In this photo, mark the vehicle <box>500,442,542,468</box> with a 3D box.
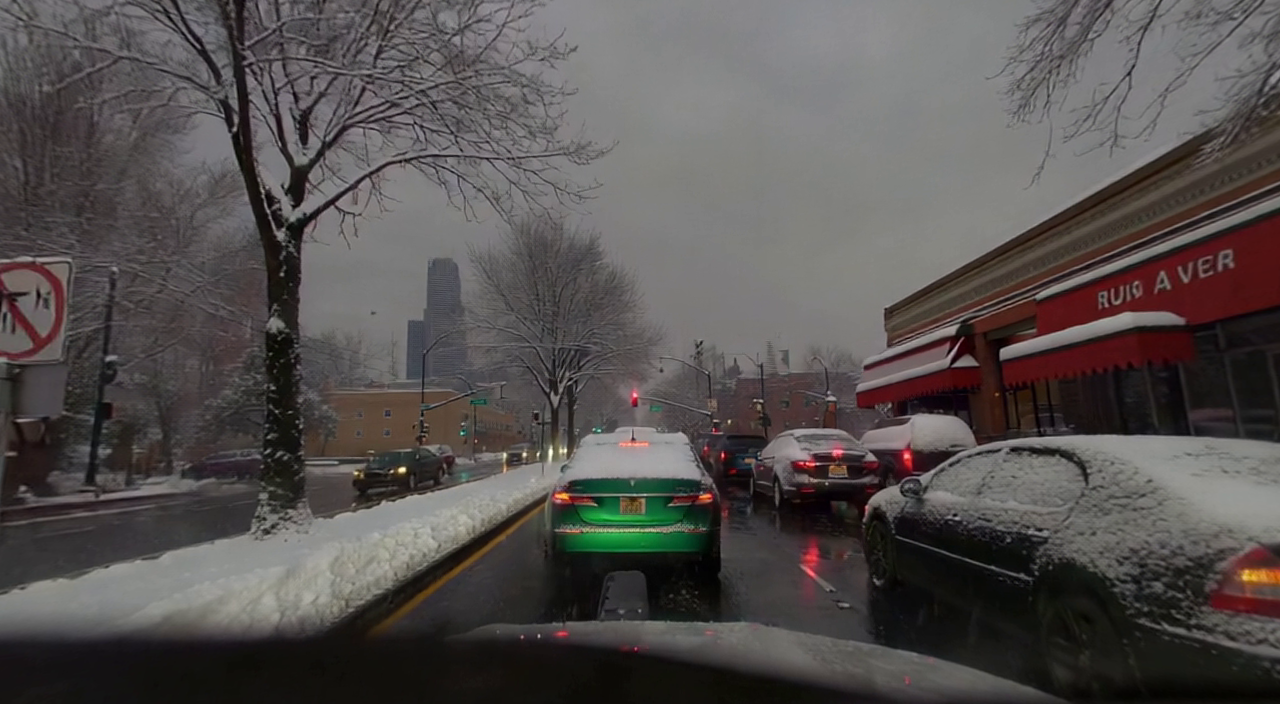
[{"bbox_3d":[-8.138,7.073,43.677,2.079,1.695,4.374,0,-9,0],"label":"vehicle"}]

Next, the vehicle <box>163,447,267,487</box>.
[{"bbox_3d":[-20.602,5.519,30.637,4.329,1.773,2.072,-4,-9,24],"label":"vehicle"}]

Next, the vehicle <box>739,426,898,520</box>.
[{"bbox_3d":[3.527,2.476,13.431,2.025,1.660,4.263,0,-9,-1],"label":"vehicle"}]

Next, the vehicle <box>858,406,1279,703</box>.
[{"bbox_3d":[3.303,1.255,4.496,1.988,1.480,4.195,0,-9,0],"label":"vehicle"}]

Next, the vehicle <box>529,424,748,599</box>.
[{"bbox_3d":[-0.032,1.651,7.302,1.887,1.487,3.535,0,-9,-1],"label":"vehicle"}]

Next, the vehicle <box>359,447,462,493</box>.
[{"bbox_3d":[-7.975,4.121,22.462,1.991,1.433,4.261,0,-9,1],"label":"vehicle"}]
